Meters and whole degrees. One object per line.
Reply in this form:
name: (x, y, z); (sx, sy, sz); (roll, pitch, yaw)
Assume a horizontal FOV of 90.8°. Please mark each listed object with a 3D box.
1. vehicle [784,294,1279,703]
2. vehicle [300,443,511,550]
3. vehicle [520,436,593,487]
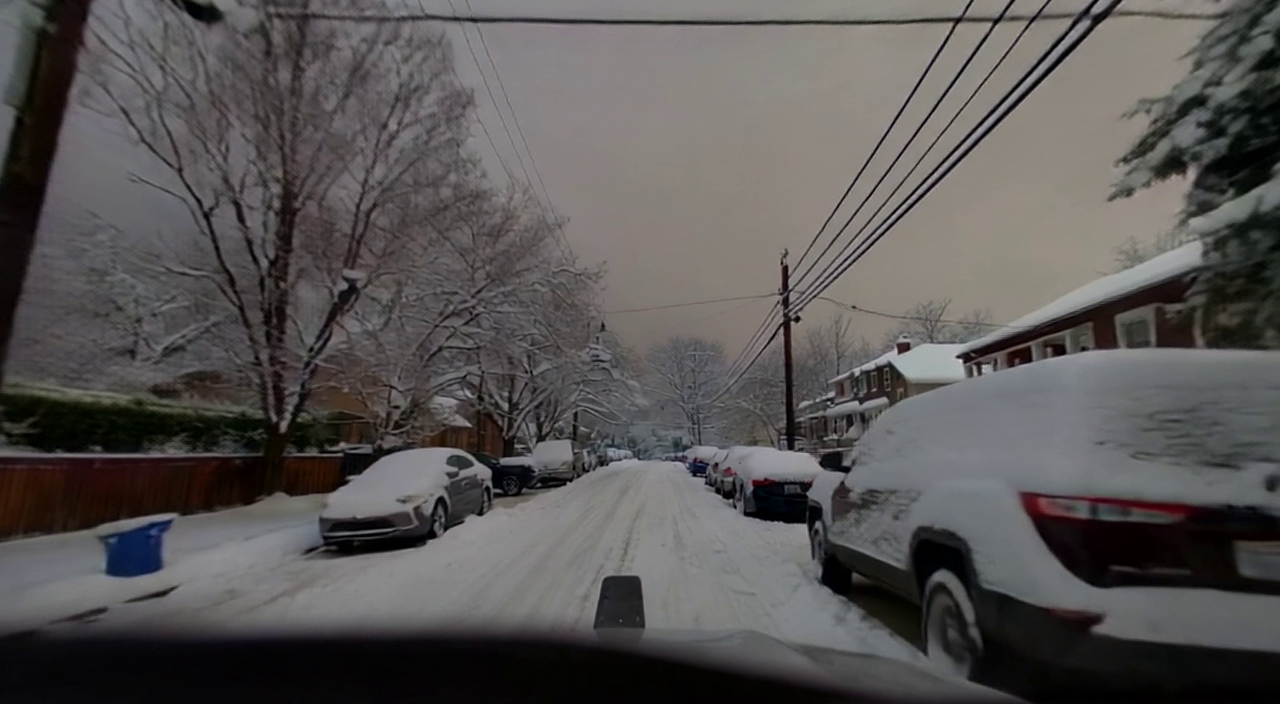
vehicle: (2.833, 1.140, 4.923); (2.295, 2.019, 5.212); (0, -8, 1)
vehicle: (-3.952, 2.475, 11.701); (1.988, 1.541, 4.686); (0, -8, 2)
vehicle: (-3.432, 4.608, 27.068); (2.280, 1.953, 5.092); (0, -8, 1)
